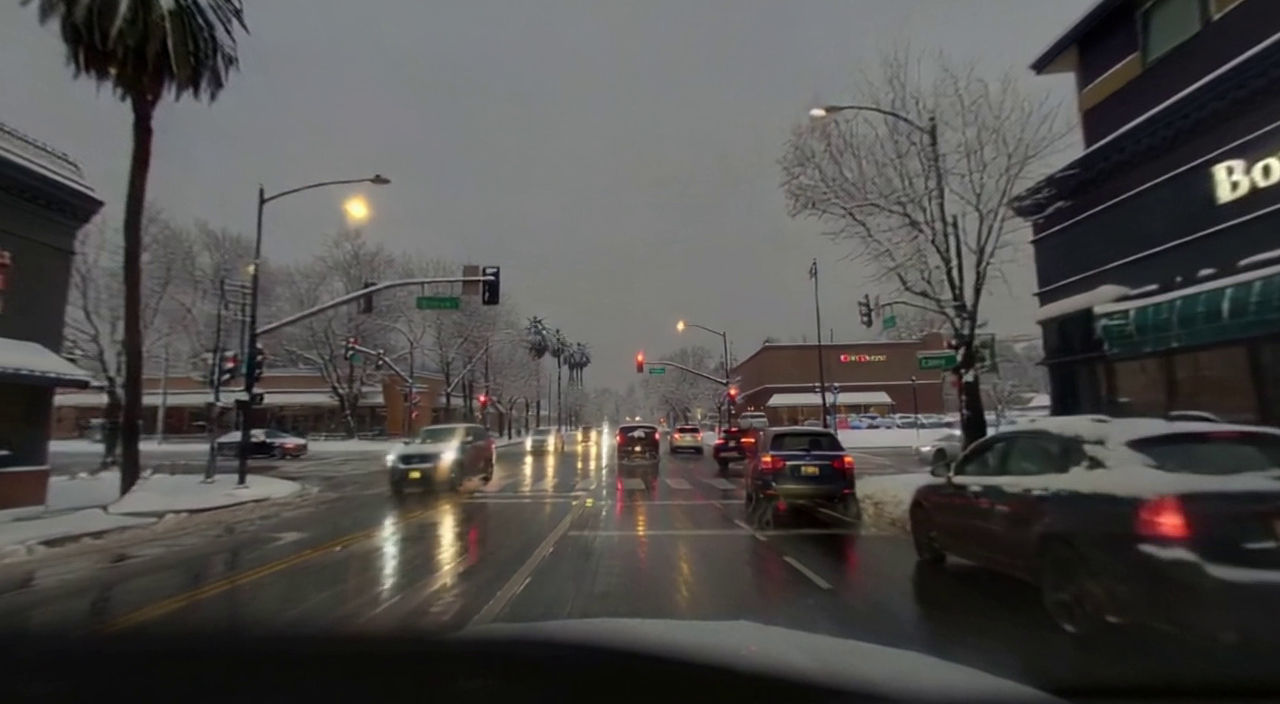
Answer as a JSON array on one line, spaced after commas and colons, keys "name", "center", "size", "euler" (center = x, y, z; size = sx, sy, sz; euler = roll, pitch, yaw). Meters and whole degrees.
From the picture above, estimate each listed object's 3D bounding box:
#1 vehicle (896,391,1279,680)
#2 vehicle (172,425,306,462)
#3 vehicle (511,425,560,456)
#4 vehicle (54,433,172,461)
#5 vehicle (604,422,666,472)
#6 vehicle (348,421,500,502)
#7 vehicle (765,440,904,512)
[{"name": "vehicle", "center": [4.362, 1.409, 6.057], "size": [2.070, 1.711, 4.480], "euler": [-1, -8, 3]}, {"name": "vehicle", "center": [-20.854, 4.775, 33.013], "size": [5.674, 1.804, 2.190], "euler": [-1, -8, 6]}, {"name": "vehicle", "center": [-6.022, 5.154, 36.837], "size": [2.040, 1.670, 4.508], "euler": [0, -8, 0]}, {"name": "vehicle", "center": [-28.460, 5.124, 34.171], "size": [4.734, 1.416, 2.083], "euler": [-1, -7, 6]}, {"name": "vehicle", "center": [-0.219, 3.819, 25.538], "size": [2.264, 1.798, 4.531], "euler": [0, -8, -1]}, {"name": "vehicle", "center": [-5.437, 2.822, 16.776], "size": [2.324, 1.808, 4.946], "euler": [0, -8, -1]}, {"name": "vehicle", "center": [4.445, 2.879, 15.304], "size": [1.963, 1.449, 4.653], "euler": [0, -8, 1]}]
